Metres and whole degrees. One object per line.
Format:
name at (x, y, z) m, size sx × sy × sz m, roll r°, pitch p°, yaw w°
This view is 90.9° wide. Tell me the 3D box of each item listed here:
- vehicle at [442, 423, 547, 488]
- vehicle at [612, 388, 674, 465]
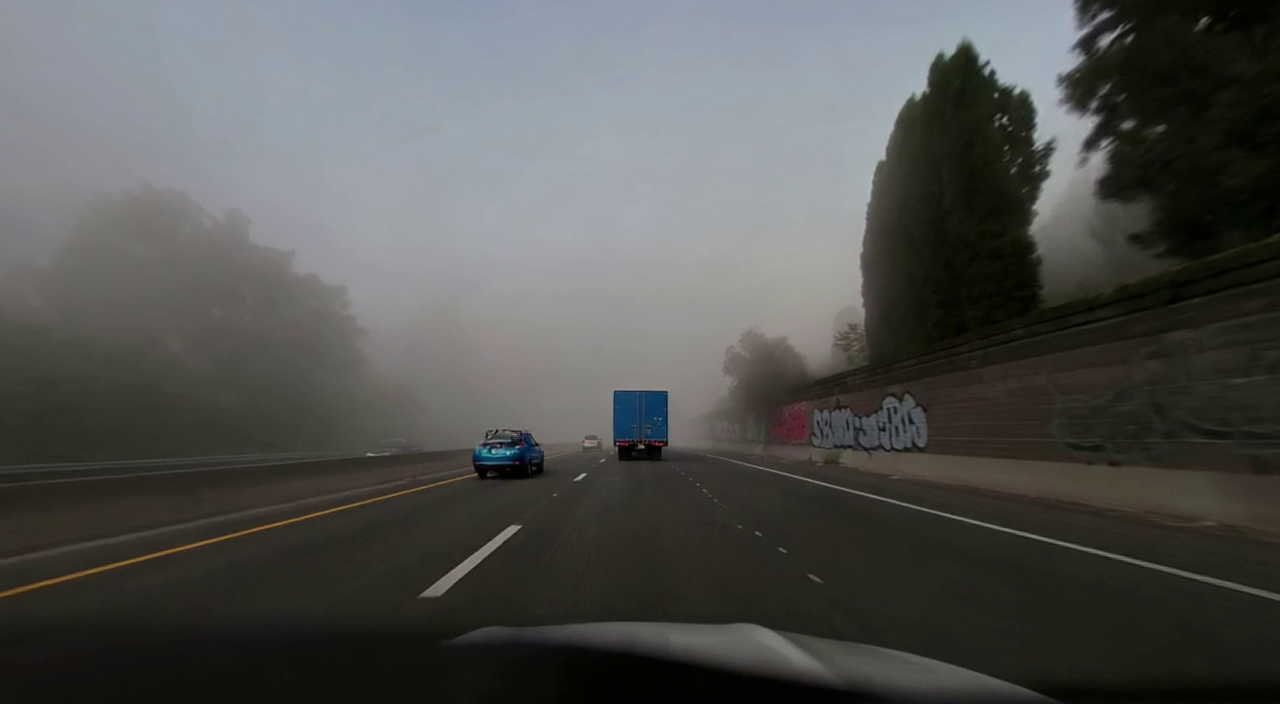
vehicle at (-4.053, 2.946, 18.326) m, size 2.058 × 1.645 × 4.130 m, roll 0°, pitch -8°, yaw 0°
vehicle at (0.048, 4.137, 34.418) m, size 2.927 × 3.649 × 9.443 m, roll 0°, pitch -8°, yaw -1°
